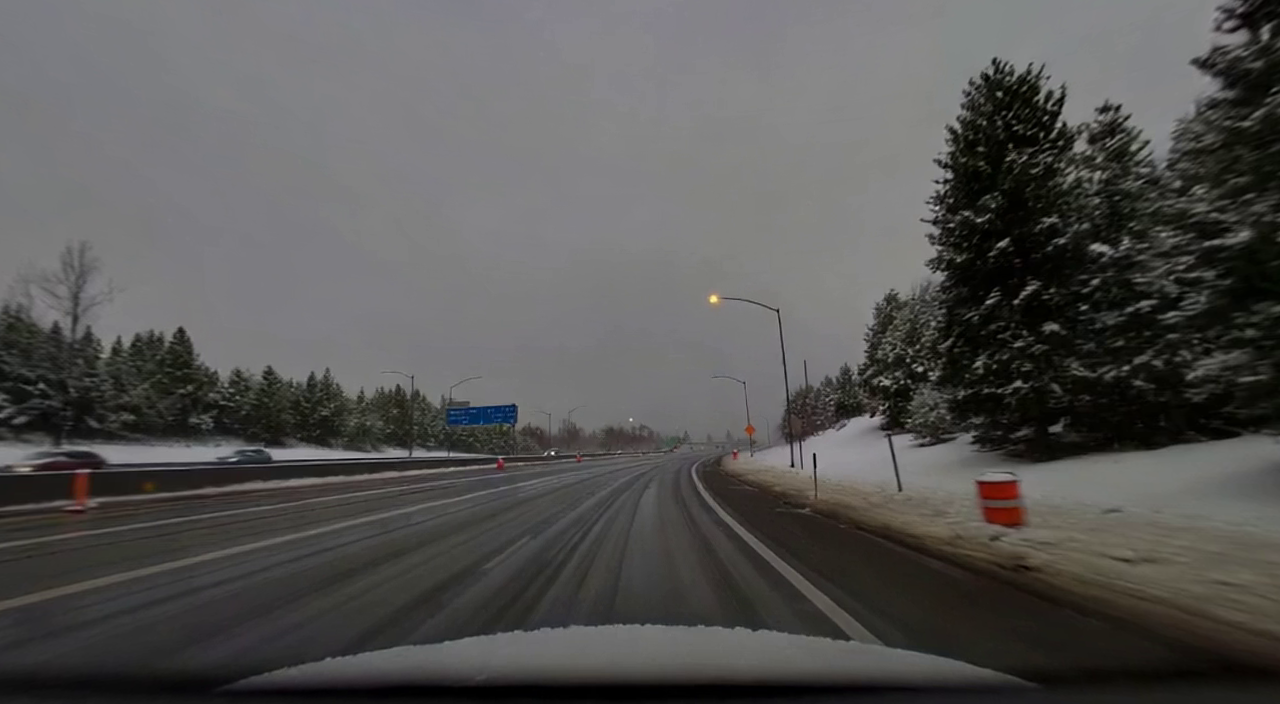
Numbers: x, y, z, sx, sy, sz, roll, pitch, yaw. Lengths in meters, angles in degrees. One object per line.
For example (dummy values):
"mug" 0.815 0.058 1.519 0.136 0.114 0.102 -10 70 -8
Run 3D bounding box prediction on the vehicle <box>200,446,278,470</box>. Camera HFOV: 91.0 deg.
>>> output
"vehicle" -28.845 7.615 45.534 2.162 1.616 4.951 -1 -9 4

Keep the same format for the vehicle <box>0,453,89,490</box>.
"vehicle" -26.251 5.047 26.852 1.701 1.455 4.012 -1 -9 3
